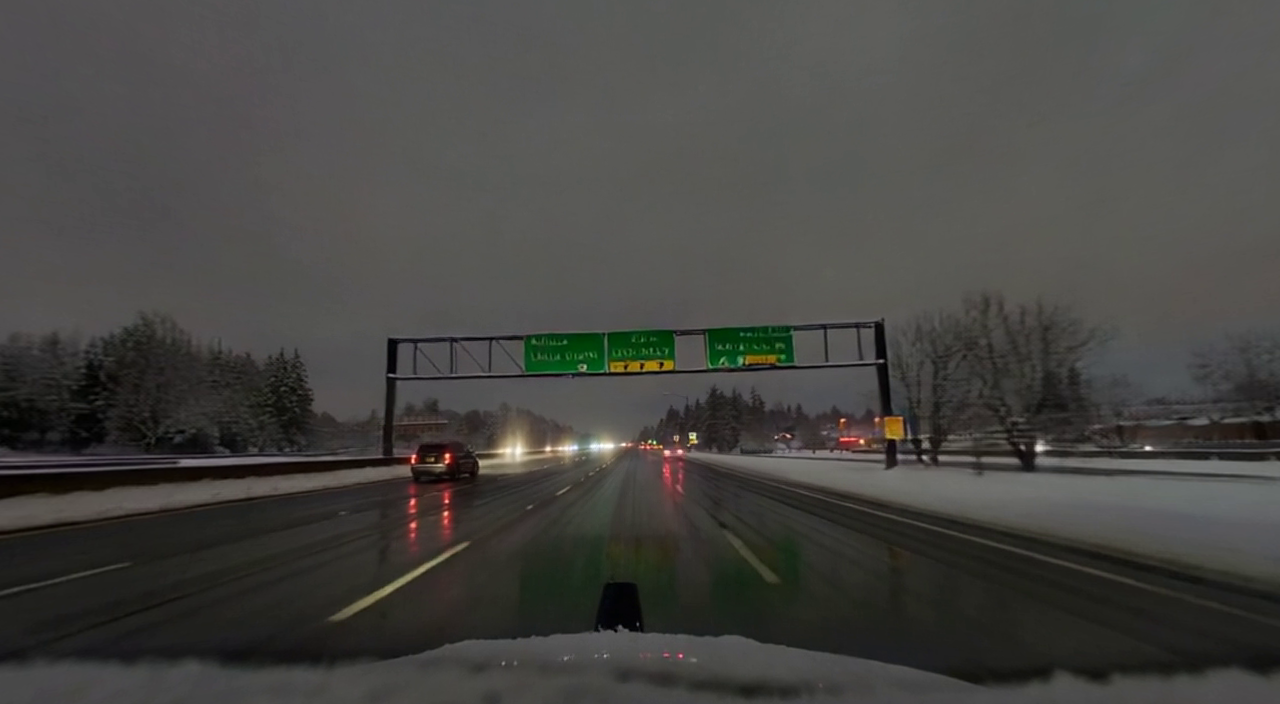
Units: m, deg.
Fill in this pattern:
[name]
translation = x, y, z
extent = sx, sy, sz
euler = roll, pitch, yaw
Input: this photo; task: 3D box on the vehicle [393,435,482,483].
[vehicle]
translation = -7.944, 4.242, 25.249
extent = 2.089, 1.724, 4.327
euler = 0, -9, 0
